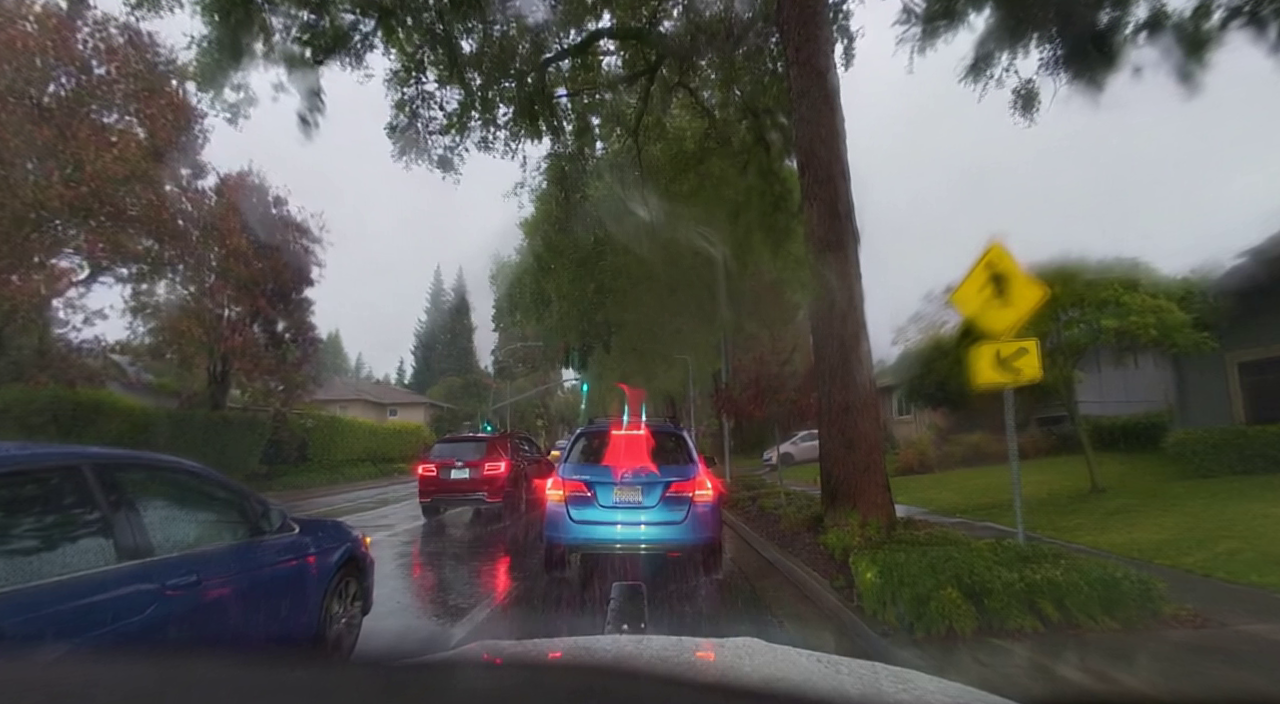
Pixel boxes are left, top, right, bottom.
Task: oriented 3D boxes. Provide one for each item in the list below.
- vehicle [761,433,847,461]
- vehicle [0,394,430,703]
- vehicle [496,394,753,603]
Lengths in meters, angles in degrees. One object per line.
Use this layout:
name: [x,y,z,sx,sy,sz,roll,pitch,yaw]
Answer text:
vehicle: [9.307,5.445,35.999,4.456,1.504,1.914,-1,-9,5]
vehicle: [-2.865,1.054,3.089,1.968,1.472,4.685,0,-9,1]
vehicle: [-0.133,1.509,7.254,2.120,1.718,3.909,0,-9,0]
